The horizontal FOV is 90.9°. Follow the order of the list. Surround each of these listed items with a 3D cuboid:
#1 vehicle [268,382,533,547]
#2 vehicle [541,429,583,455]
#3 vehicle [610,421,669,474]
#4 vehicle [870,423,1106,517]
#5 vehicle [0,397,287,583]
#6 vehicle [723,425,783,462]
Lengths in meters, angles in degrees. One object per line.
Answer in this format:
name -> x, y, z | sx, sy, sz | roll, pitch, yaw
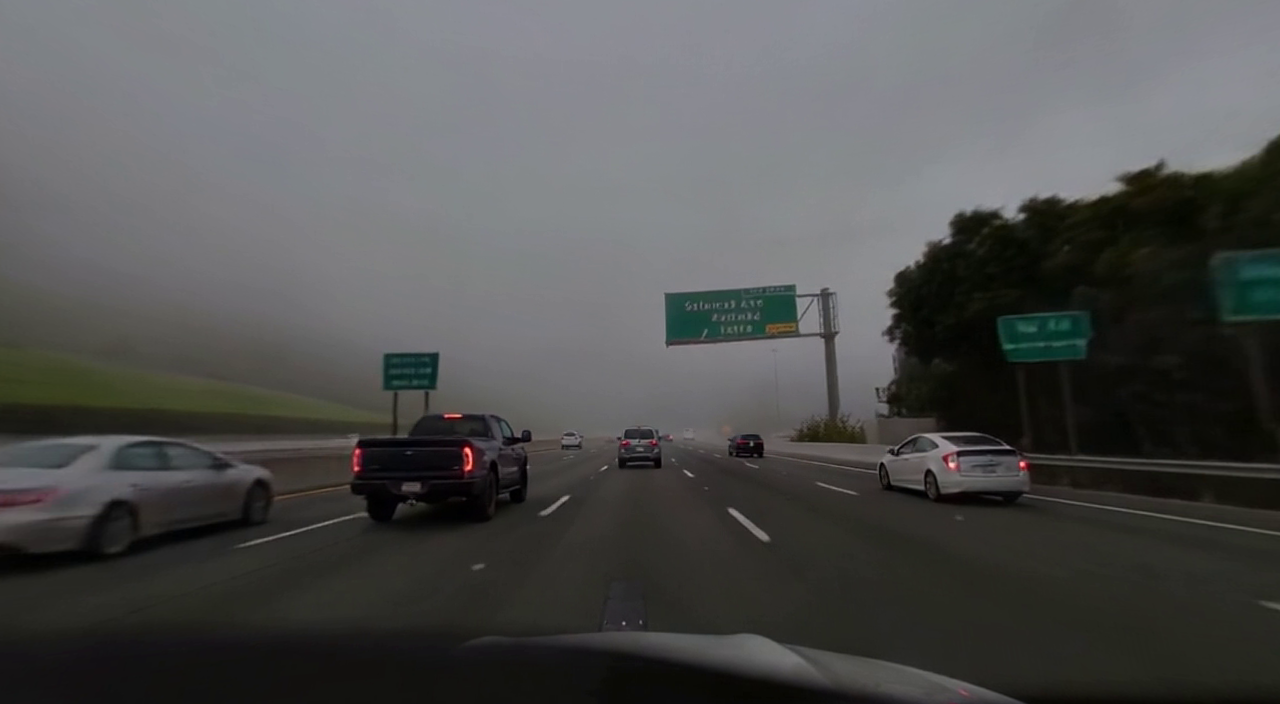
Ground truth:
vehicle -> -3.425, 1.795, 10.690 | 2.316, 1.999, 5.765 | 0, -8, -1
vehicle -> -5.894, 6.919, 48.367 | 2.238, 1.837, 5.979 | -1, -8, 2
vehicle -> 0.008, 3.601, 23.921 | 2.052, 1.808, 3.898 | 0, -8, 1
vehicle -> 6.268, 2.169, 12.119 | 1.998, 1.456, 4.338 | 0, -8, -1
vehicle -> -6.928, 1.616, 8.139 | 2.052, 1.720, 4.538 | 0, -8, 1
vehicle -> 5.741, 4.729, 32.548 | 2.067, 1.775, 4.372 | 0, -8, -3
